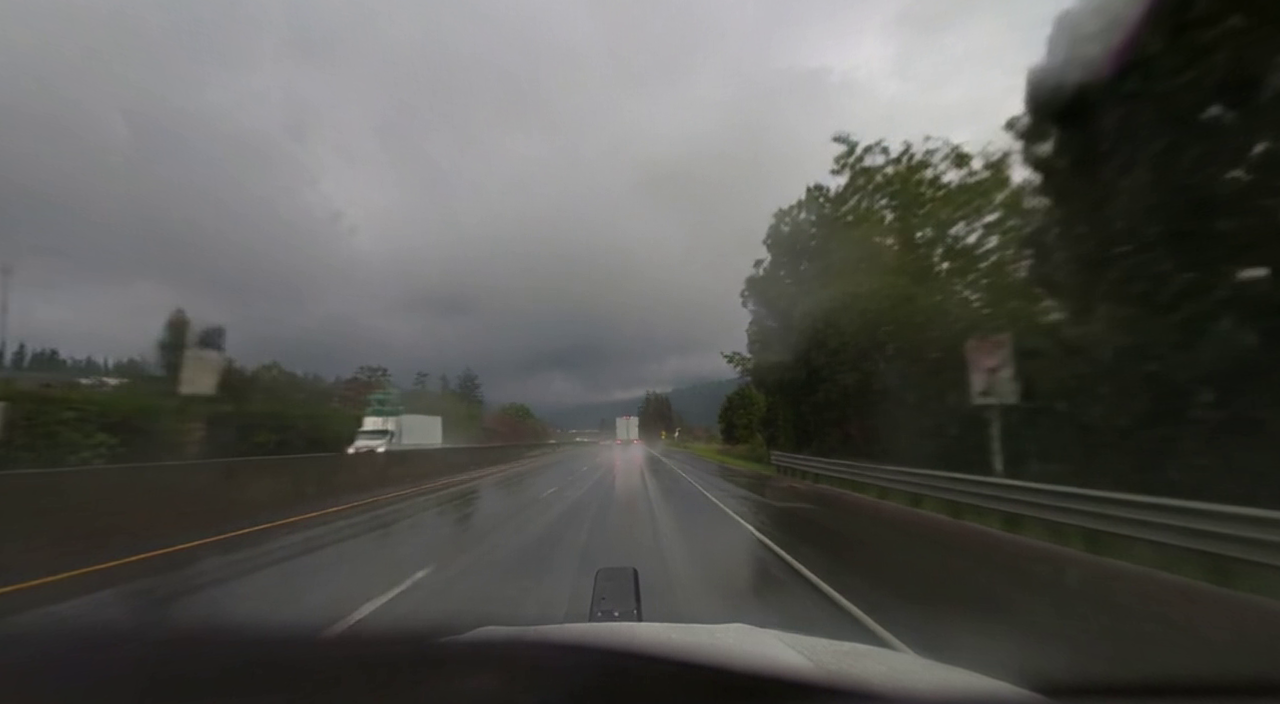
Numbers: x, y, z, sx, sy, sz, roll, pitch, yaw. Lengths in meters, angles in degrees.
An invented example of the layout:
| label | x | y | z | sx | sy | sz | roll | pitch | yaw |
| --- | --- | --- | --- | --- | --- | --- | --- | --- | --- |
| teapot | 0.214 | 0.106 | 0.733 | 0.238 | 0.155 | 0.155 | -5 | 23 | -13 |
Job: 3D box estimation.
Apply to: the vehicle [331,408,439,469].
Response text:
| label | x | y | z | sx | sy | sz | roll | pitch | yaw |
| --- | --- | --- | --- | --- | --- | --- | --- | --- | --- |
| vehicle | -17.413 | 6.061 | 44.345 | 3.033 | 3.711 | 11.259 | 0 | -8 | -1 |
